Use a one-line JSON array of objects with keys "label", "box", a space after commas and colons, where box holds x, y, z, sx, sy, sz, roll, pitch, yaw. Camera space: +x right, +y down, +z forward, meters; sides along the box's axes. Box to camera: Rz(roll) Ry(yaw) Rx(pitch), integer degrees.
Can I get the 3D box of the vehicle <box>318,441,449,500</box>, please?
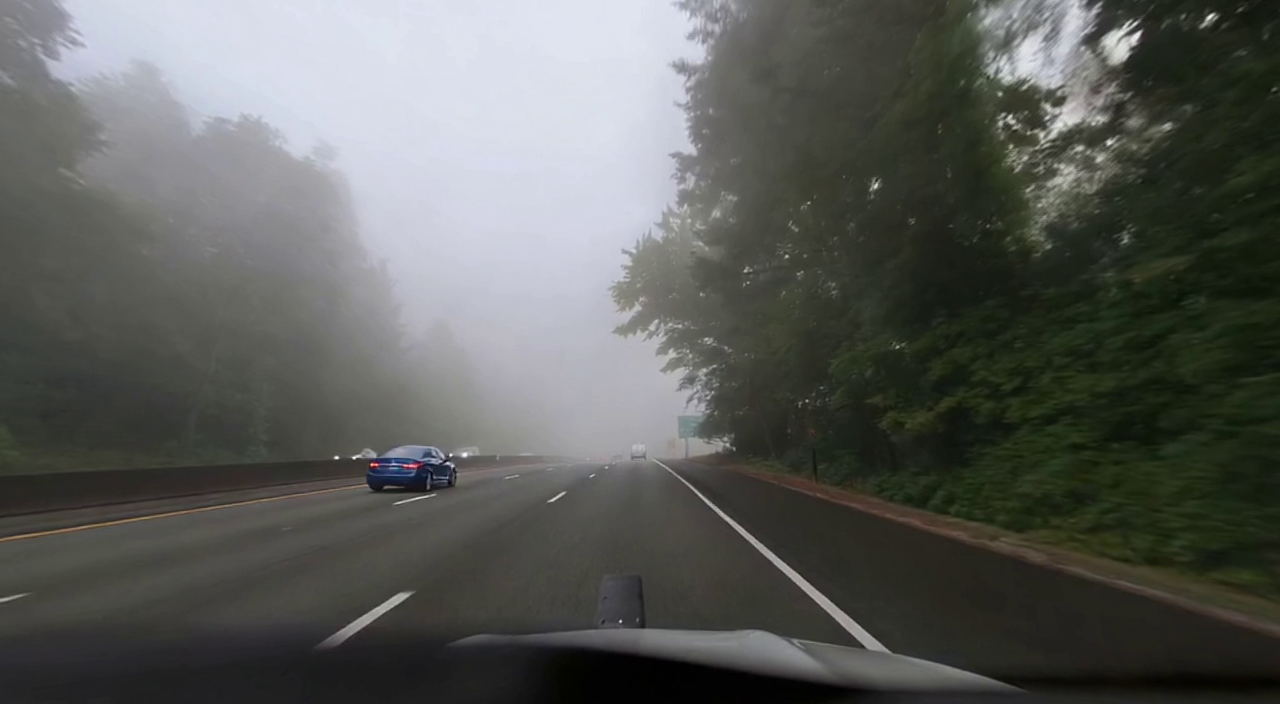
[{"label": "vehicle", "box": [-7.687, 3.574, 19.509, 2.094, 1.579, 4.655, 0, -9, 0]}]
